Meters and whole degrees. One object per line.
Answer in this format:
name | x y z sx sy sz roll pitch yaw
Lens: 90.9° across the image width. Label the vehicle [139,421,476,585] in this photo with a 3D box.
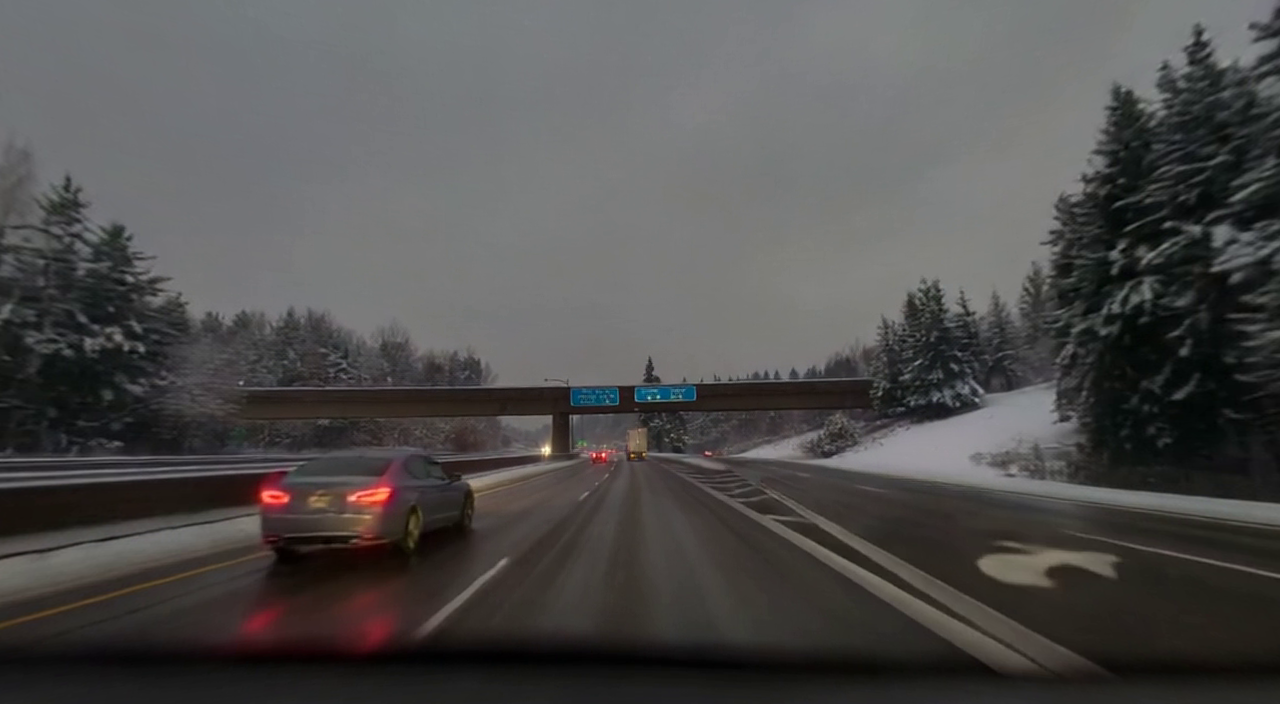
vehicle | -3.763 1.789 8.220 2.070 1.564 4.145 0 -9 1
